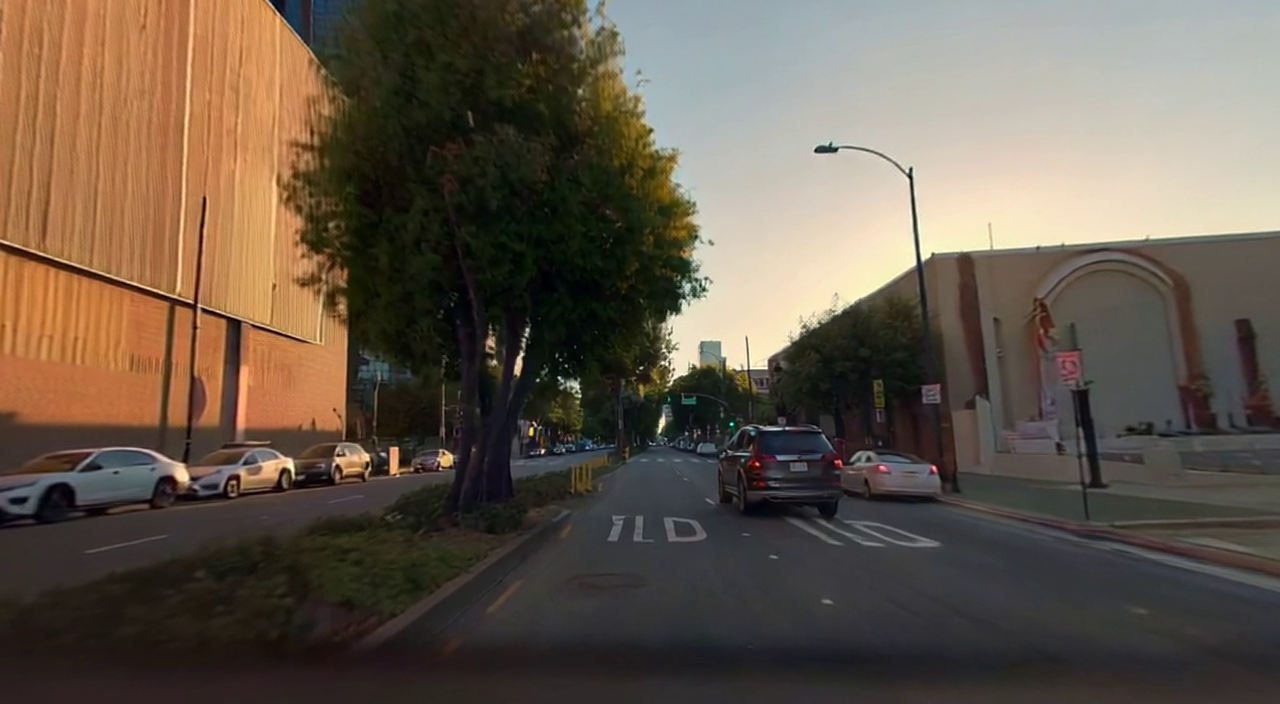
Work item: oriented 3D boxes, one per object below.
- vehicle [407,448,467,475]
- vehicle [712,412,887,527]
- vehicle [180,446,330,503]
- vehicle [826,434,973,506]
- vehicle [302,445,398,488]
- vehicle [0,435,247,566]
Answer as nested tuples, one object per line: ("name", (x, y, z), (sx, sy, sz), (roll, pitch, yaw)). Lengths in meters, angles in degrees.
("vehicle", (-12.128, 6.561, 37.965), (1.832, 1.467, 4.854), (0, -8, 2))
("vehicle", (2.894, 2.298, 12.968), (2.118, 1.848, 5.426), (0, -8, -1))
("vehicle", (-12.505, 3.947, 20.923), (1.951, 1.632, 4.719), (0, -8, 1))
("vehicle", (6.504, 2.986, 16.422), (1.962, 1.617, 4.325), (0, -8, 0))
("vehicle", (-12.159, 4.798, 26.809), (1.937, 1.642, 4.591), (0, -8, -1))
("vehicle", (-8.875, 2.237, 10.471), (1.750, 1.607, 4.241), (0, -6, 3))
